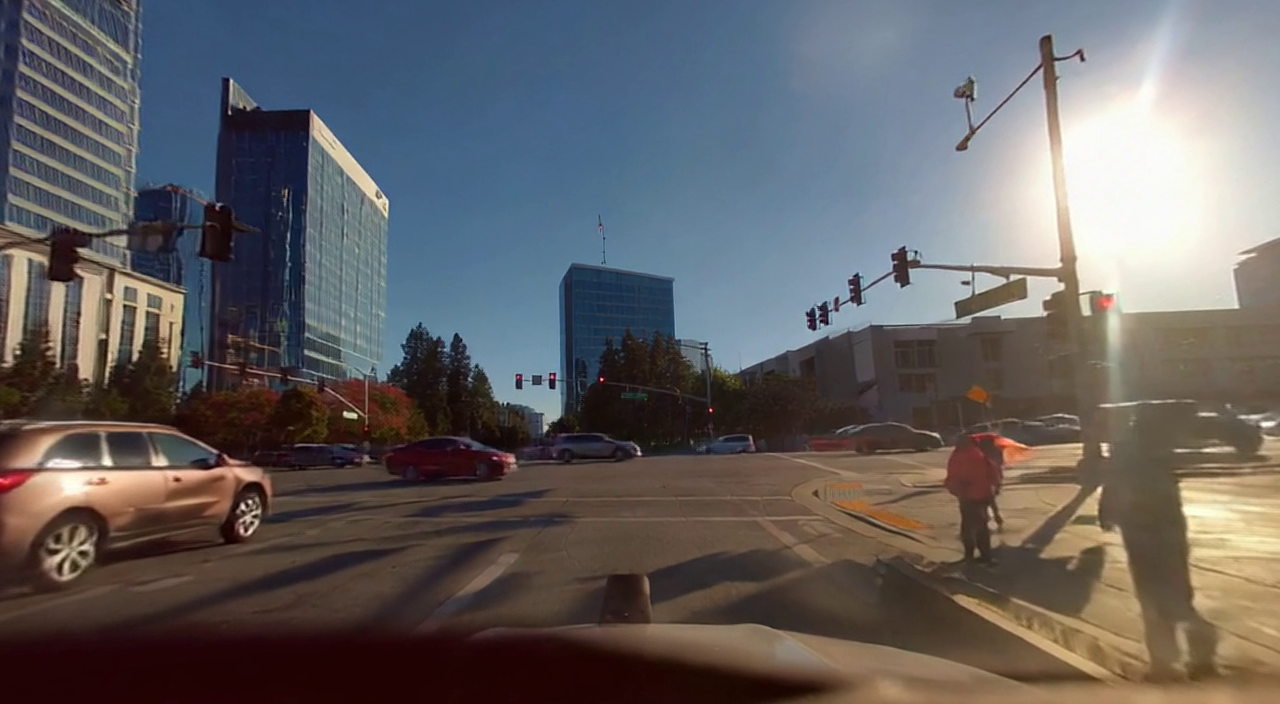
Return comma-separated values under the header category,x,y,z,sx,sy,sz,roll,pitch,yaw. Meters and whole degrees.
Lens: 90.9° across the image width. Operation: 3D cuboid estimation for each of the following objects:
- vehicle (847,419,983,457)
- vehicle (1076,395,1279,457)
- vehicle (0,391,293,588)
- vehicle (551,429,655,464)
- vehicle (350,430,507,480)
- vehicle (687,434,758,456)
category,x,y,z,sx,sy,sz,roll,pitch,yaw
vehicle,10.772,3.443,24.987,4.515,1.422,1.802,-1,-9,5
vehicle,17.252,2.375,20.007,5.084,1.824,2.050,-1,-9,6
vehicle,-6.394,1.496,7.460,1.785,1.678,4.729,0,-9,1
vehicle,-1.654,4.397,29.339,4.591,1.525,1.836,-1,-9,6
vehicle,-7.416,3.661,22.396,4.865,1.663,1.962,-1,-9,7
vehicle,5.716,6.487,43.843,4.785,1.472,1.799,-1,-9,5
